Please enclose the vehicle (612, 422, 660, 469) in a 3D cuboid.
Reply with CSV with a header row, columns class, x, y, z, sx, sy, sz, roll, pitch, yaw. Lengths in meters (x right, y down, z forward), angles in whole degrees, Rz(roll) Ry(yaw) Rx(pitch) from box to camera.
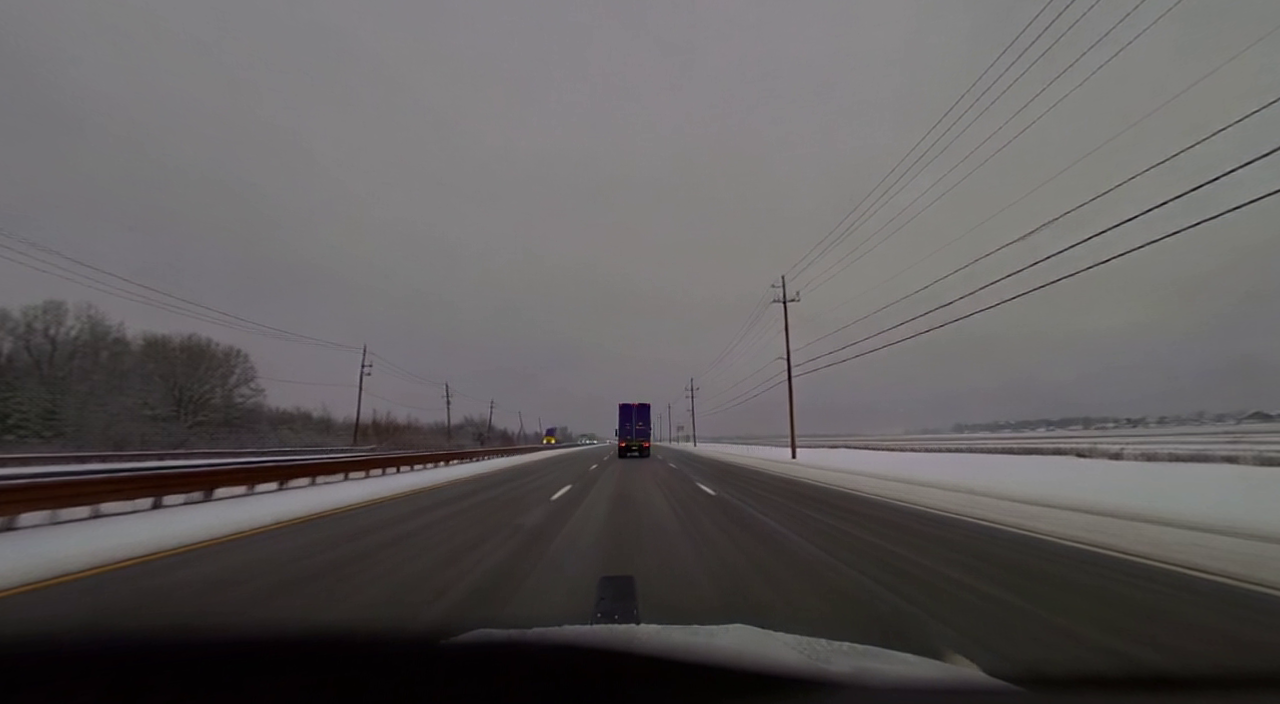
class,x,y,z,sx,sy,sz,roll,pitch,yaw
vehicle,-0.298,4.680,31.563,2.240,2.129,4.480,0,-8,-2
